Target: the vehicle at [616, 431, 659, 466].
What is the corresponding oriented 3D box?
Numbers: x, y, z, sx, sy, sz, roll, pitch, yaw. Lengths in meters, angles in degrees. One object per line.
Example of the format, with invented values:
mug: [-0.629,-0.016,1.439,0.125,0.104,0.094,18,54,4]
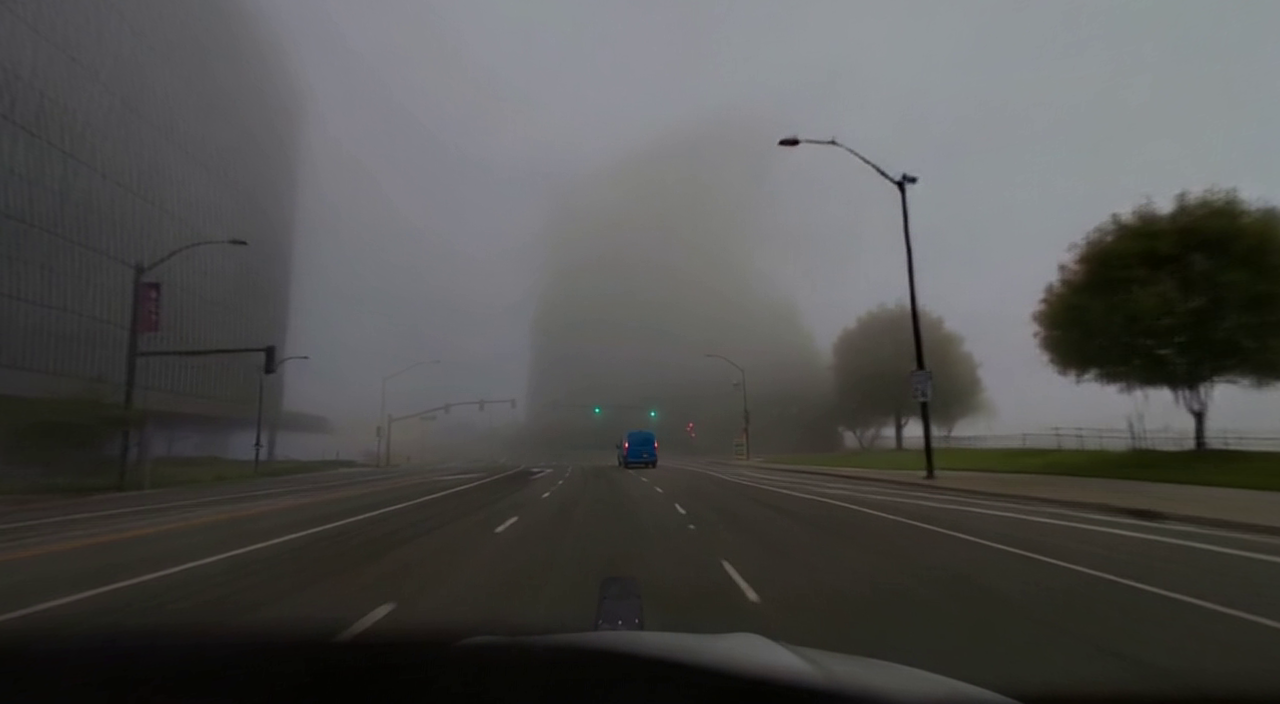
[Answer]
vehicle: [-0.258,6.607,43.410,2.339,2.244,4.817,1,-8,-8]
